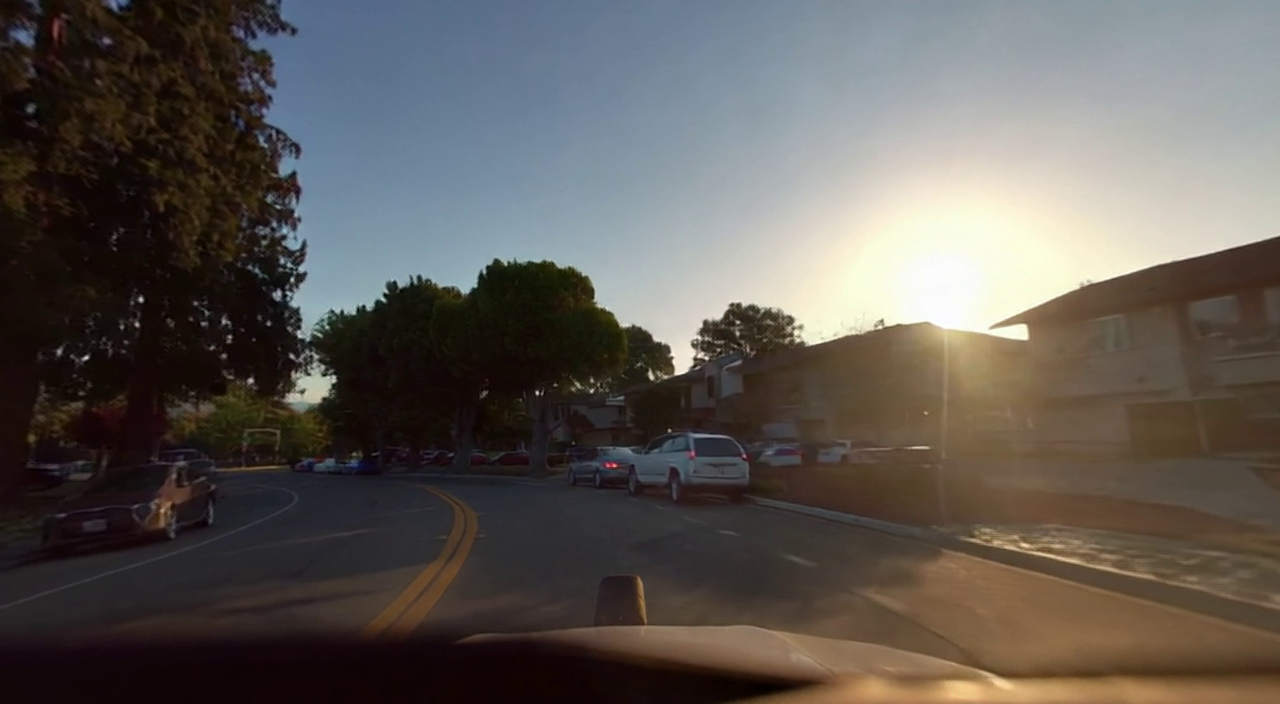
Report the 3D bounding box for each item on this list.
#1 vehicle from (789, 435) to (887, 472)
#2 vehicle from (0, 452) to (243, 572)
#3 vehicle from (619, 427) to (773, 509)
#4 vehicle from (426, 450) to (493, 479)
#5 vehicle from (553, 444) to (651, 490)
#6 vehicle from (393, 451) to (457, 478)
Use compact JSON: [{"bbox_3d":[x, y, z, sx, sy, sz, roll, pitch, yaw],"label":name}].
[{"bbox_3d":[9.050,4.570,28.682,4.577,1.531,2.098,7,-11,-40],"label":"vehicle"},{"bbox_3d":[-9.253,2.732,11.643,2.142,1.483,4.629,-3,-7,-18],"label":"vehicle"},{"bbox_3d":[1.213,2.928,16.539,2.289,1.785,4.944,2,-9,-17],"label":"vehicle"},{"bbox_3d":[-10.411,6.376,36.188,1.884,1.508,4.713,7,-11,-39],"label":"vehicle"},{"bbox_3d":[-1.543,4.217,23.572,2.066,1.509,4.579,4,-9,-26],"label":"vehicle"},{"bbox_3d":[-13.740,7.100,40.205,2.016,1.509,4.789,8,-11,-42],"label":"vehicle"}]
